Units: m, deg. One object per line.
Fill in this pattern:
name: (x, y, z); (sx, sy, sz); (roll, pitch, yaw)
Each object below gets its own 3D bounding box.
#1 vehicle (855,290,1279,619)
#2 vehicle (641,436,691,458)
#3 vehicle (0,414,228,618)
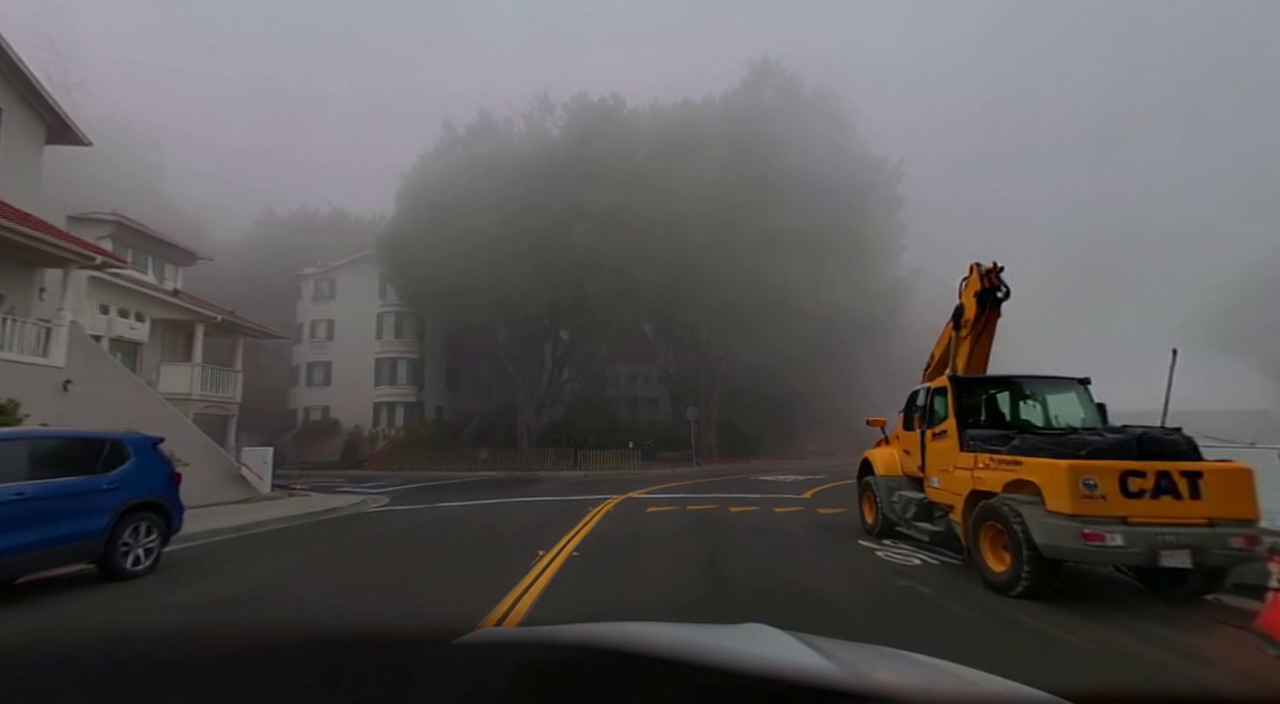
vehicle: (4.355, 1.045, 6.891); (2.501, 2.613, 3.505); (0, -9, -4)
vehicle: (1.940, 7.237, 47.967); (3.629, 1.578, 1.802); (0, -8, -1)
vehicle: (-6.704, 1.510, 6.018); (2.220, 1.765, 4.799); (0, -8, 1)
